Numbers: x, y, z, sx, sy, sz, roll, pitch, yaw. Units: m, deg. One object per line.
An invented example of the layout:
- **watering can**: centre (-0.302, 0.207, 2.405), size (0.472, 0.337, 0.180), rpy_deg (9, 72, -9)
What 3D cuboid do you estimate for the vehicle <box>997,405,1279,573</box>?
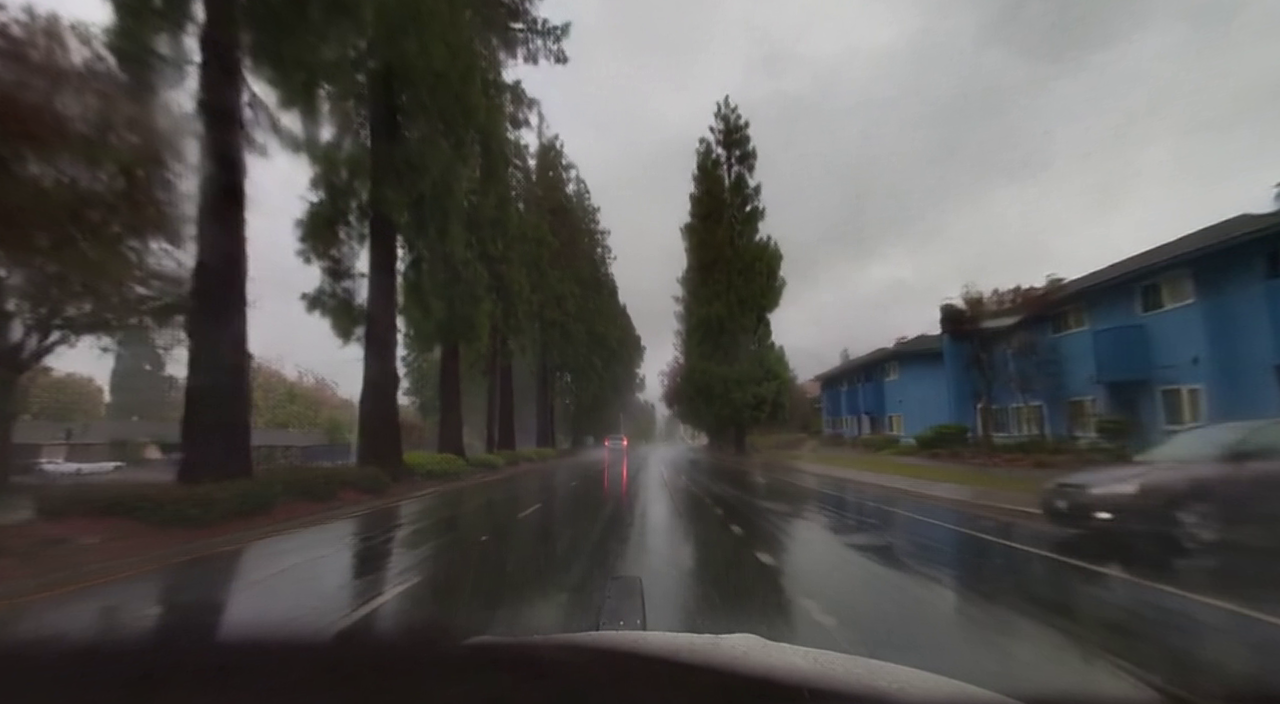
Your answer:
- **vehicle**: centre (6.617, 1.360, 6.596), size (4.575, 1.514, 1.932), rpy_deg (-3, -9, 15)
